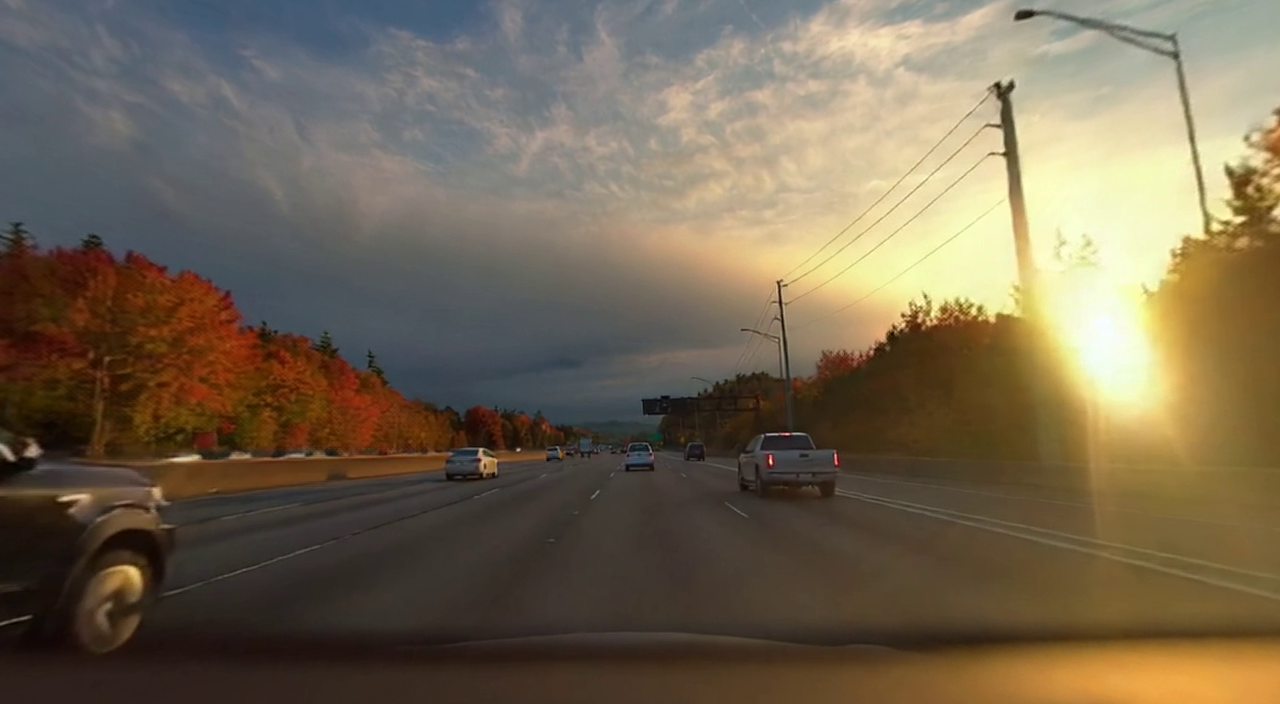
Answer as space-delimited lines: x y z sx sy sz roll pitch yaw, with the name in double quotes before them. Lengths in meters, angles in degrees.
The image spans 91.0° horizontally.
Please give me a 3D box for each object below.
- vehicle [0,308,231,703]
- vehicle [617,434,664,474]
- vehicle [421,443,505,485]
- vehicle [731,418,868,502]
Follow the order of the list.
"vehicle" -3.295 0.577 1.054 2.154 1.783 4.476 0 -9 0
"vehicle" 0.060 5.502 34.065 2.372 1.957 5.121 0 -9 1
"vehicle" -6.931 4.430 25.227 2.014 1.526 4.577 0 -9 1
"vehicle" 4.230 3.033 17.993 2.388 1.998 5.749 0 -9 0
